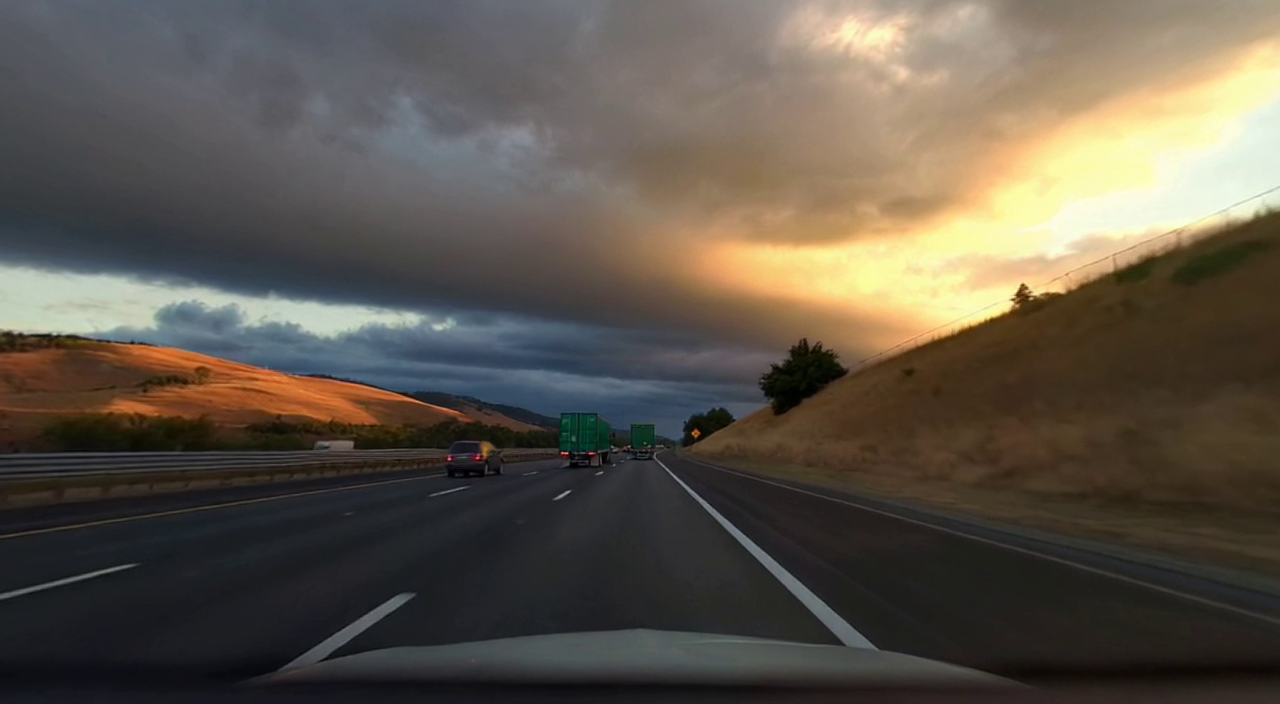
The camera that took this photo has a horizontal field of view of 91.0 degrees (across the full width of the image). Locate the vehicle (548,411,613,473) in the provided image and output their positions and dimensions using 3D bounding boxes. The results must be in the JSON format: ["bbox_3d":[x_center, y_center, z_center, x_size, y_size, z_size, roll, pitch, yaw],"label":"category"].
[{"bbox_3d":[-3.420,5.622,39.125,2.789,3.271,10.894,0,-9,1],"label":"vehicle"}]

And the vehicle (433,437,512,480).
[{"bbox_3d":[-7.363,4.749,28.256,2.125,1.725,4.715,0,-9,1],"label":"vehicle"}]
